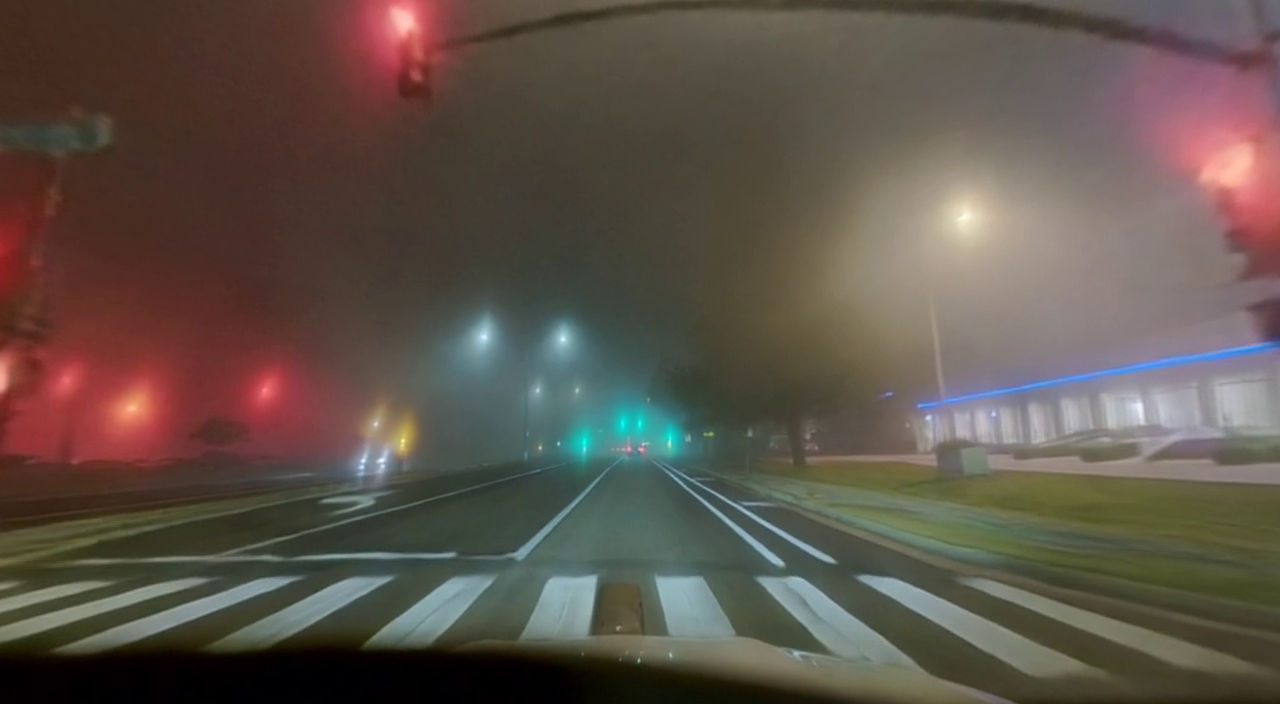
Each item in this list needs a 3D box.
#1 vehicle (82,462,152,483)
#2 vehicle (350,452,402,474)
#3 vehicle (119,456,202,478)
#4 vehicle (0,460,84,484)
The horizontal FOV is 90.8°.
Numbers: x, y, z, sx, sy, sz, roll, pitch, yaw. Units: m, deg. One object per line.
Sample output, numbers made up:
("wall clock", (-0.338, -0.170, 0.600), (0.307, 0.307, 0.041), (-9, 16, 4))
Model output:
("vehicle", (-36.609, 8.461, 44.277), (3.395, 1.354, 1.608), (1, -8, -4))
("vehicle", (-19.252, 8.072, 46.219), (1.825, 1.457, 4.454), (0, -8, 1))
("vehicle", (-37.237, 8.920, 49.125), (4.772, 1.580, 2.040), (0, -8, 1))
("vehicle", (-37.014, 7.406, 39.090), (3.470, 1.401, 1.748), (0, -8, -1))
